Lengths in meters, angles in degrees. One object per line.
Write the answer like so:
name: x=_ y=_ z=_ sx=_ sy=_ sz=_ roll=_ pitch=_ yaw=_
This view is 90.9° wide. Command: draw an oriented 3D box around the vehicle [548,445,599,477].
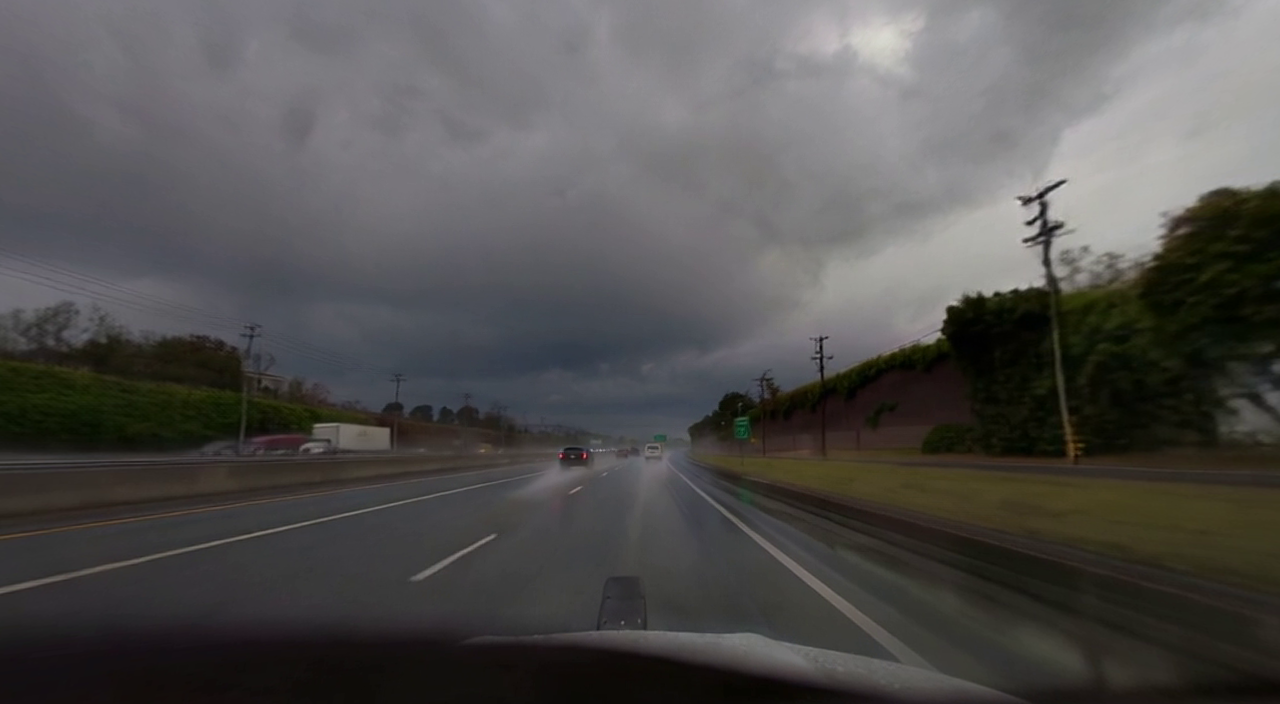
vehicle: x=-3.630 y=6.079 z=35.409 sx=2.263 sy=1.696 sz=4.321 roll=0 pitch=-9 yaw=2
